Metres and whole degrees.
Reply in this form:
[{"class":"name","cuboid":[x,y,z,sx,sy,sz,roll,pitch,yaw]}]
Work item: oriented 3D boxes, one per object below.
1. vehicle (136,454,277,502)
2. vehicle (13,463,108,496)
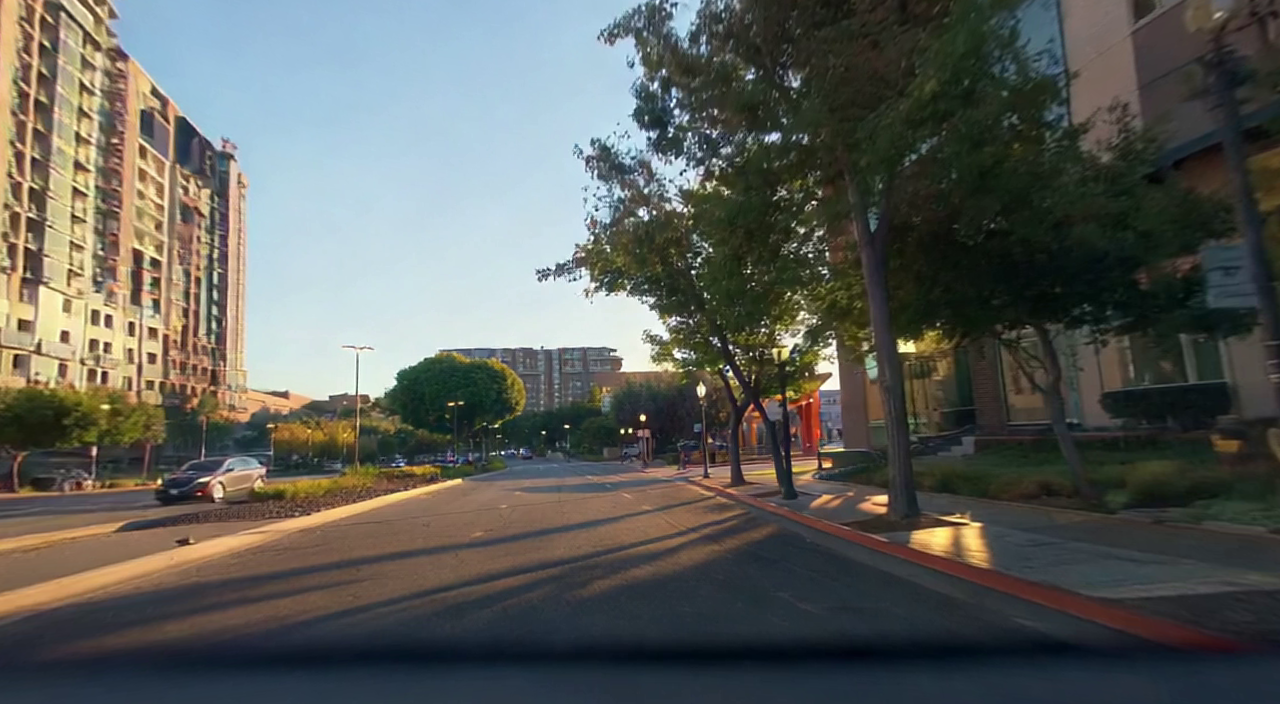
[{"class":"vehicle","cuboid":[-15.492,4.501,22.926,2.179,1.461,4.812,1,-8,-7]},{"class":"vehicle","cuboid":[-37.505,8.219,40.992,2.235,1.777,4.963,2,-9,-13]}]
